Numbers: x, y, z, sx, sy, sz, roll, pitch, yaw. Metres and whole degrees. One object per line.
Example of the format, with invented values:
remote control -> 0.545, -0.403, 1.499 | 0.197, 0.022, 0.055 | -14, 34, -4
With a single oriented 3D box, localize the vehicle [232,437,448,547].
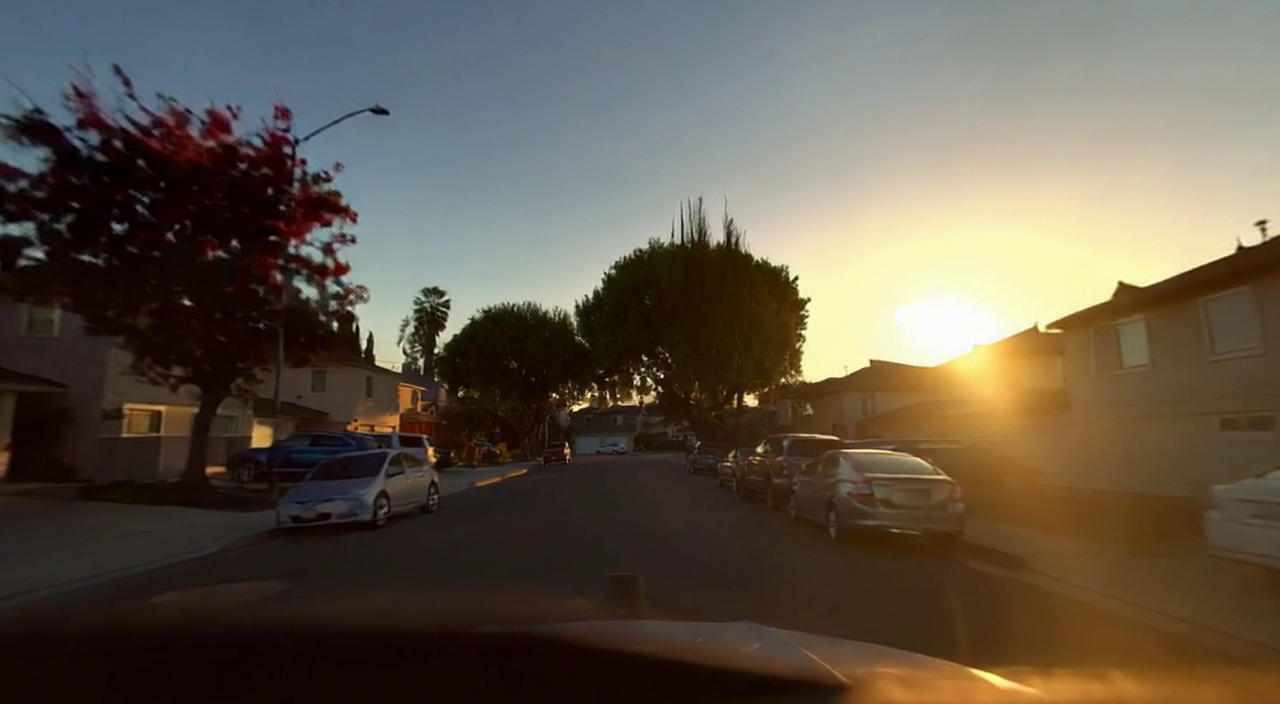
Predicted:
vehicle -> -5.113, 2.392, 11.563 | 1.943, 1.602, 4.172 | 0, -8, -1

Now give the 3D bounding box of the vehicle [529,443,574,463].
vehicle -> -6.867, 7.743, 48.609 | 2.236, 1.459, 4.832 | 3, -9, -23

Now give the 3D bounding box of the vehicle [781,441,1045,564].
vehicle -> 3.865, 2.187, 10.156 | 2.042, 1.456, 4.903 | 0, -8, 0
